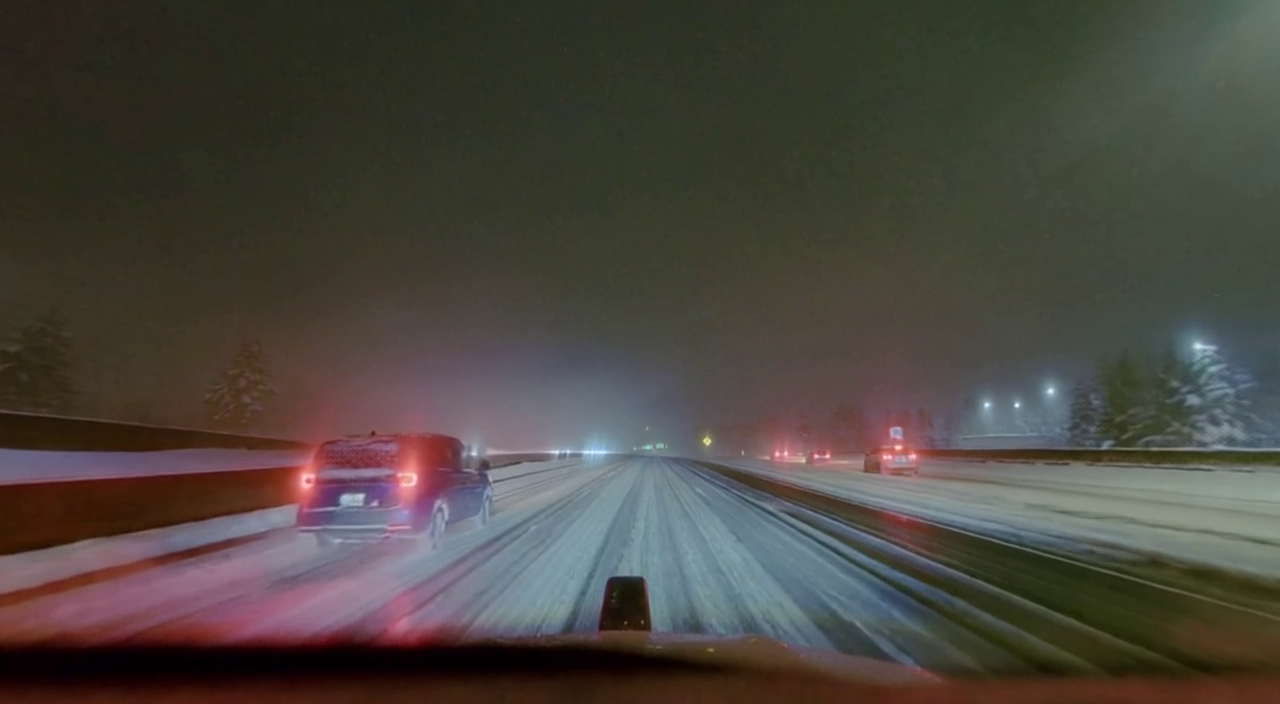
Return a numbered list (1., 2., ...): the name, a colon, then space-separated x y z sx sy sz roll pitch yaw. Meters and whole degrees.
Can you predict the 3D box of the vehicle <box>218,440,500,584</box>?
1. vehicle: -3.426 1.995 8.690 1.968 1.504 3.892 -1 -9 2
